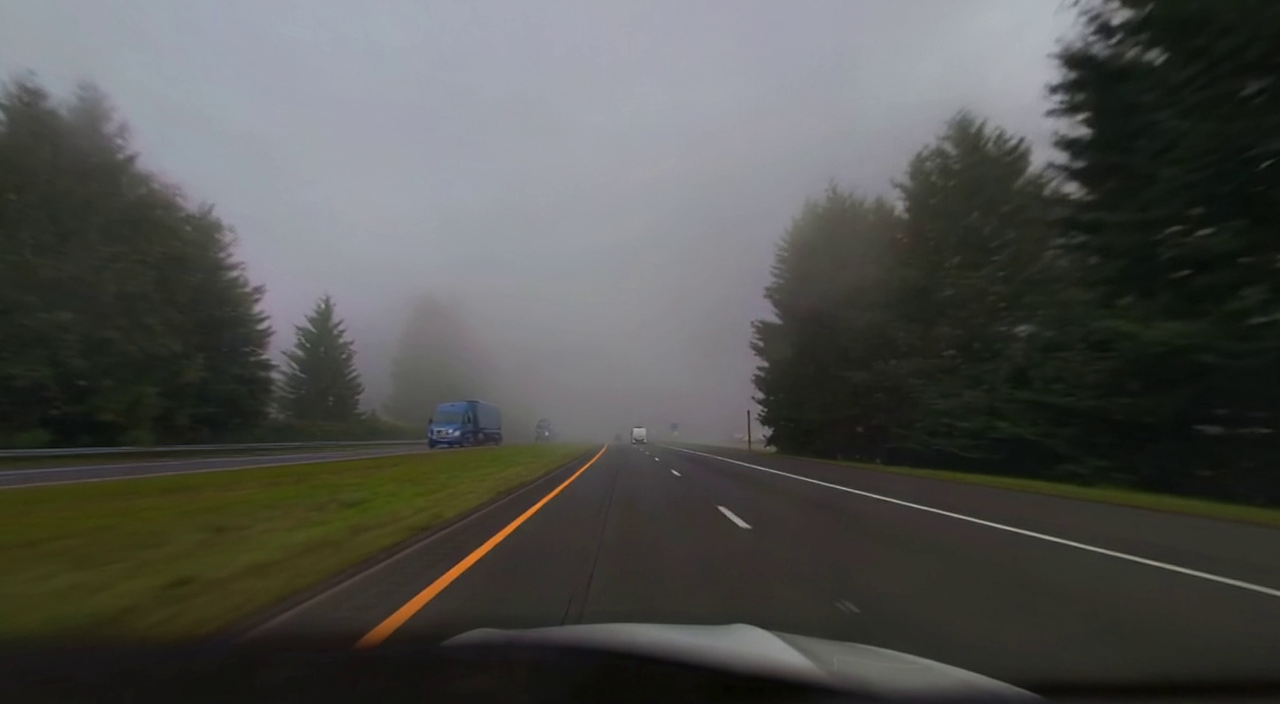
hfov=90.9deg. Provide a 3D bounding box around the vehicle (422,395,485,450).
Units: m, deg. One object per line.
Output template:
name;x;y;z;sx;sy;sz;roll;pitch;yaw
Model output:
vehicle;-13.975;5.393;47.786;3.008;3.852;6.229;0;-8;-3
